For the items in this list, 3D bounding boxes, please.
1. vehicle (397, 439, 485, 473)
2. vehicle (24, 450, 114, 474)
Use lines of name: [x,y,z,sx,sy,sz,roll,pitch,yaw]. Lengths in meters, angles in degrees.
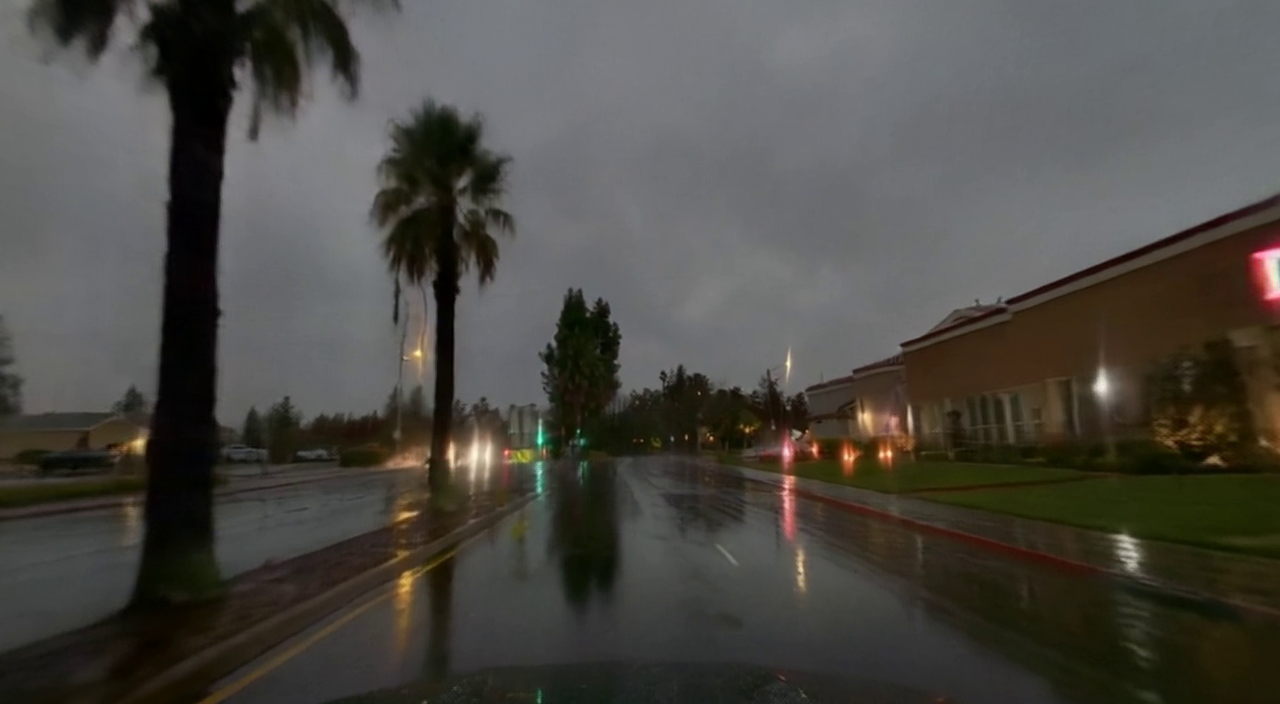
vehicle: [-11.661,6.070,37.037,4.651,1.863,2.174,-5,-10,27]
vehicle: [-37.823,7.270,42.049,1.919,1.502,4.695,1,-9,-6]
